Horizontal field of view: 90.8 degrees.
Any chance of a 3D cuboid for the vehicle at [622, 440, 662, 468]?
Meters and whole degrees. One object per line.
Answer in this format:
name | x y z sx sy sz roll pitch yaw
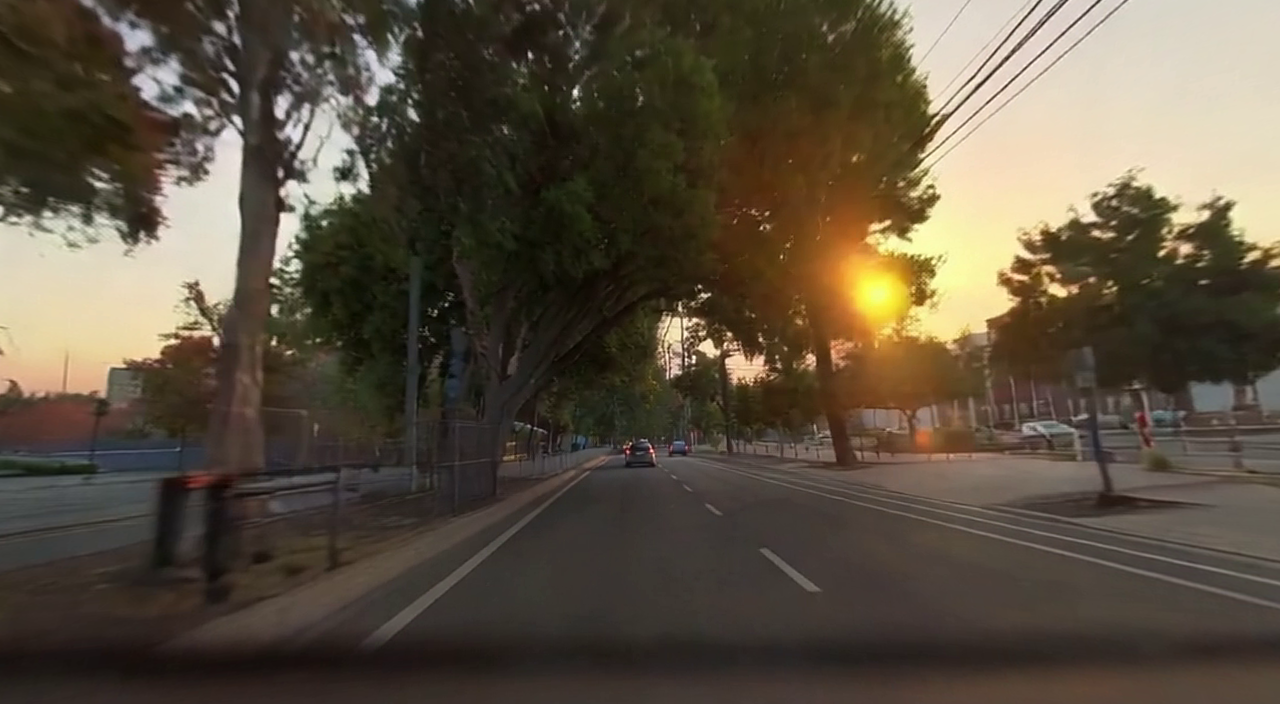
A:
vehicle | 0.088 5.723 35.636 2.109 1.501 4.042 0 -8 0
